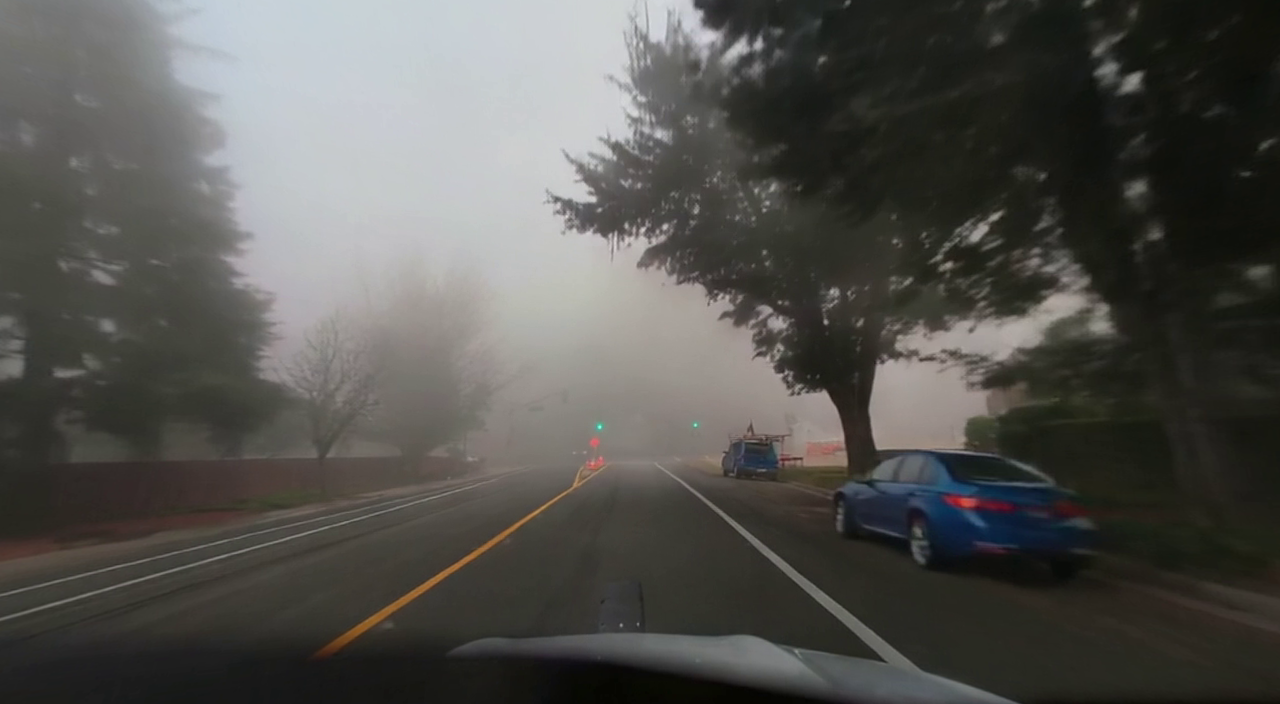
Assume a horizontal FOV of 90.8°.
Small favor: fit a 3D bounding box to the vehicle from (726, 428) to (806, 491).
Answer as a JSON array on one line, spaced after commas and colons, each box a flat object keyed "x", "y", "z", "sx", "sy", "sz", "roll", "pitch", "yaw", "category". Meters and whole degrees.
[{"x": 4.205, "y": 3.661, "z": 21.709, "sx": 2.241, "sy": 1.935, "sz": 3.270, "roll": -1, "pitch": -9, "yaw": 4, "category": "vehicle"}]

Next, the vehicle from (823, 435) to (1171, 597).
[{"x": 3.897, "y": 1.843, "z": 8.054, "sx": 1.870, "sy": 1.441, "sz": 4.539, "roll": -1, "pitch": -9, "yaw": 2, "category": "vehicle"}]
